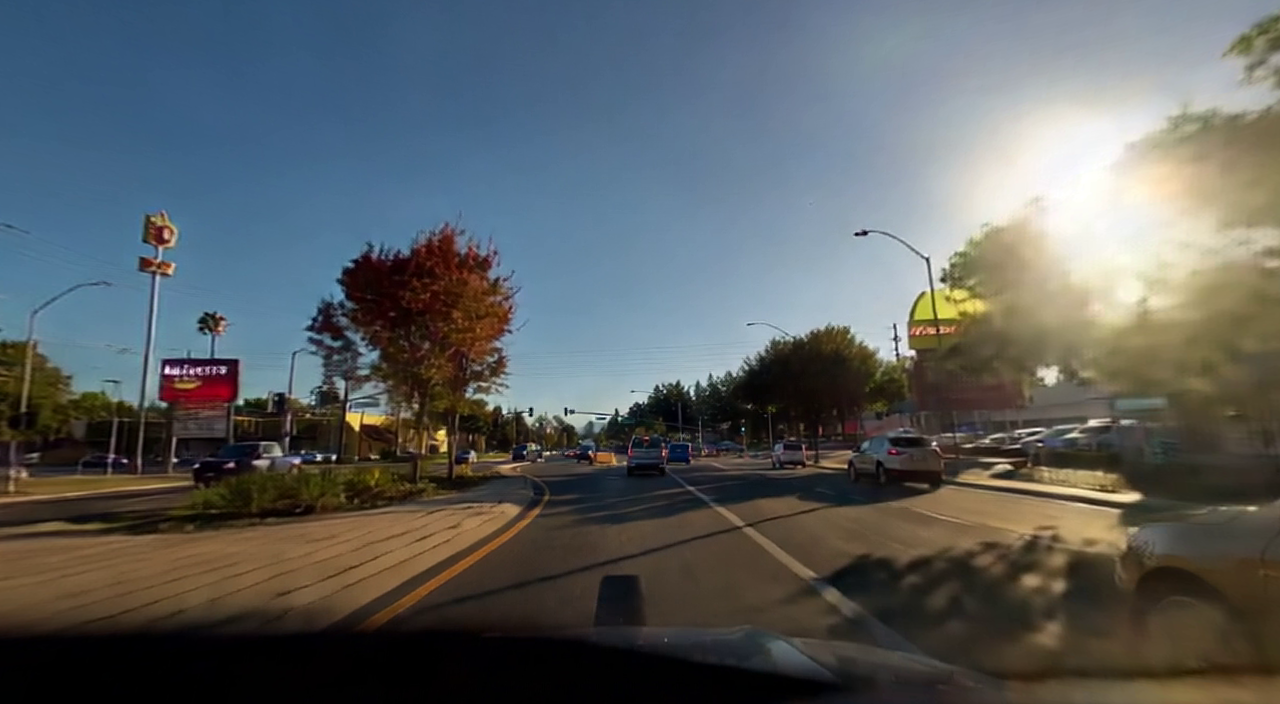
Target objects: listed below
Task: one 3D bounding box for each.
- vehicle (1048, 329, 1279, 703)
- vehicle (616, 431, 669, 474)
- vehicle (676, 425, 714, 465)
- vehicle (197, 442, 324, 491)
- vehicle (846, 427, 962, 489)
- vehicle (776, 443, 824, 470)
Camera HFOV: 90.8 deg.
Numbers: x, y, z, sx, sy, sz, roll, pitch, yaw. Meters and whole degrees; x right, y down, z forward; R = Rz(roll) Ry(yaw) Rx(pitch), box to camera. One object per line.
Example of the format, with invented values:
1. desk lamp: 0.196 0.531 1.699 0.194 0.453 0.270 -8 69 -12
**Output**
1. vehicle: 3.481 0.636 1.477 2.076 1.716 4.416 0 -8 0
2. vehicle: 0.063 4.920 31.112 2.402 1.938 4.535 0 -8 -1
3. vehicle: 3.774 6.528 44.371 2.239 2.586 4.586 0 -8 0
4. vehicle: -14.443 4.370 24.405 2.136 1.676 4.371 -1 -9 0
5. vehicle: 8.378 3.410 20.535 1.977 1.786 4.344 0 -8 2
6. vehicle: 9.345 6.106 37.127 1.879 1.517 4.006 0 -8 2
